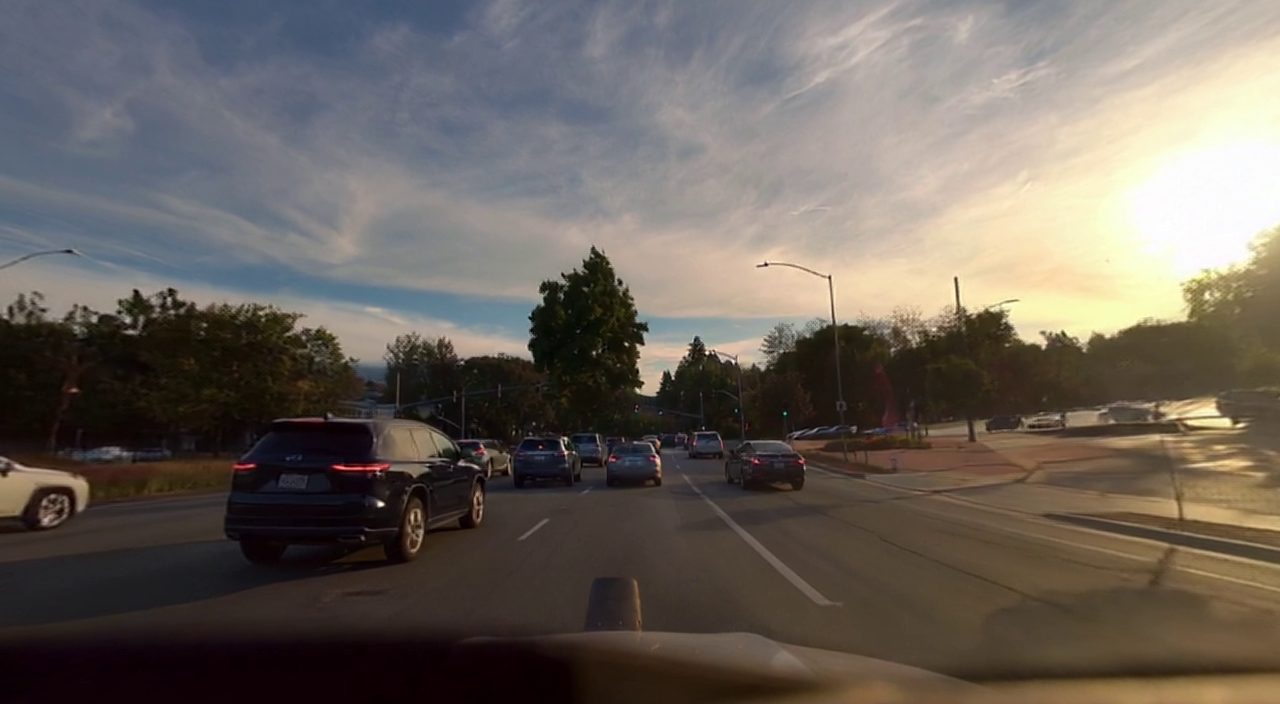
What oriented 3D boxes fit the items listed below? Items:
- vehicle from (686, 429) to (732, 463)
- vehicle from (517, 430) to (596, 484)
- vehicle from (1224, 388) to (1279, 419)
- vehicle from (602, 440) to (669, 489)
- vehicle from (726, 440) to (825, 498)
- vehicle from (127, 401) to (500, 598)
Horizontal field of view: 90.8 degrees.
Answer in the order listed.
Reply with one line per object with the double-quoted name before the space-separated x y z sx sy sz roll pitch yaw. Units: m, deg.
"vehicle" 3.930 5.432 36.642 2.099 1.845 4.363 0 -8 -1
"vehicle" -3.006 3.917 23.840 2.218 1.829 4.492 -1 -8 2
"vehicle" 44.084 3.627 43.955 5.388 2.023 2.174 1 -8 -12
"vehicle" -0.111 3.717 21.261 2.030 1.477 4.330 0 -8 1
"vehicle" 3.795 3.339 18.471 1.884 1.463 4.195 0 -8 -1
"vehicle" -3.514 1.707 8.359 2.111 1.745 5.274 0 -8 0
